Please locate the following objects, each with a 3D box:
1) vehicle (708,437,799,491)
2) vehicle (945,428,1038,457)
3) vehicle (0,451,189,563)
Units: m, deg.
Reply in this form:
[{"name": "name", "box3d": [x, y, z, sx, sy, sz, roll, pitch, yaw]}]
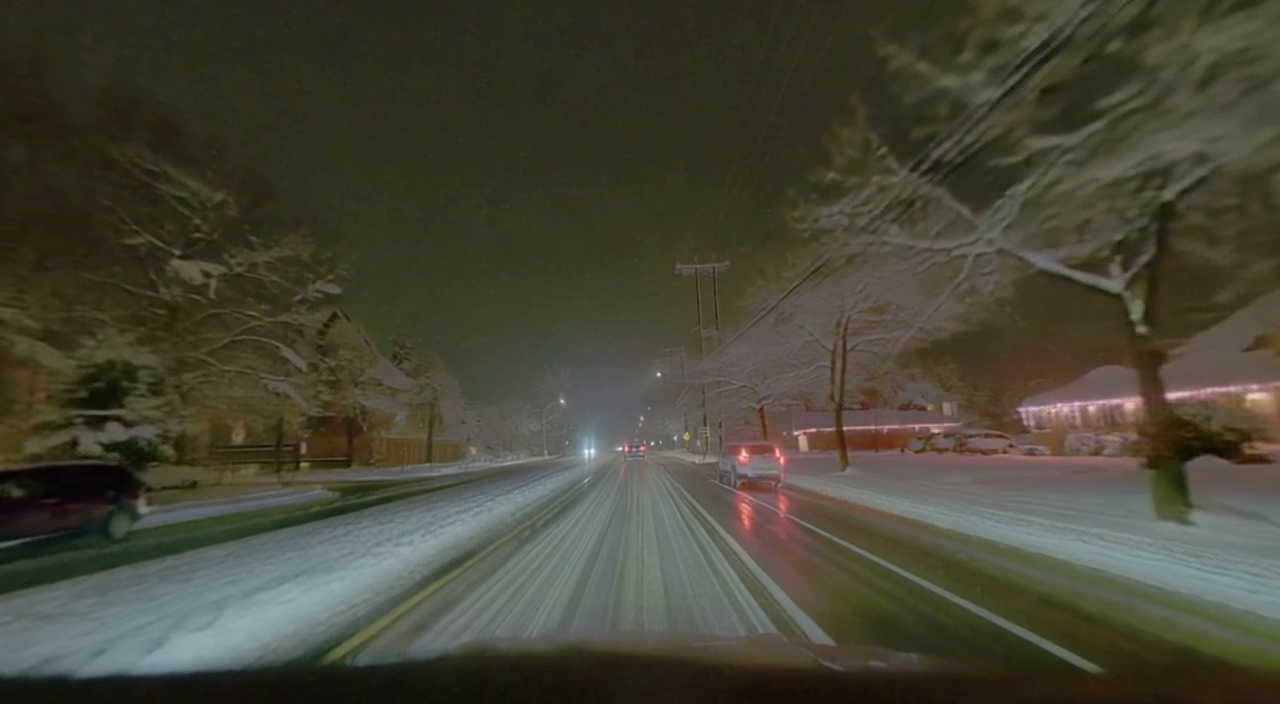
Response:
[{"name": "vehicle", "box3d": [3.968, 3.997, 22.973, 2.124, 1.524, 4.698, 6, -9, -2]}, {"name": "vehicle", "box3d": [21.293, 5.496, 38.360, 4.536, 1.654, 1.931, 1, -8, -7]}, {"name": "vehicle", "box3d": [-11.240, 2.802, 11.449, 2.086, 1.711, 5.661, -6, -8, -1]}]
